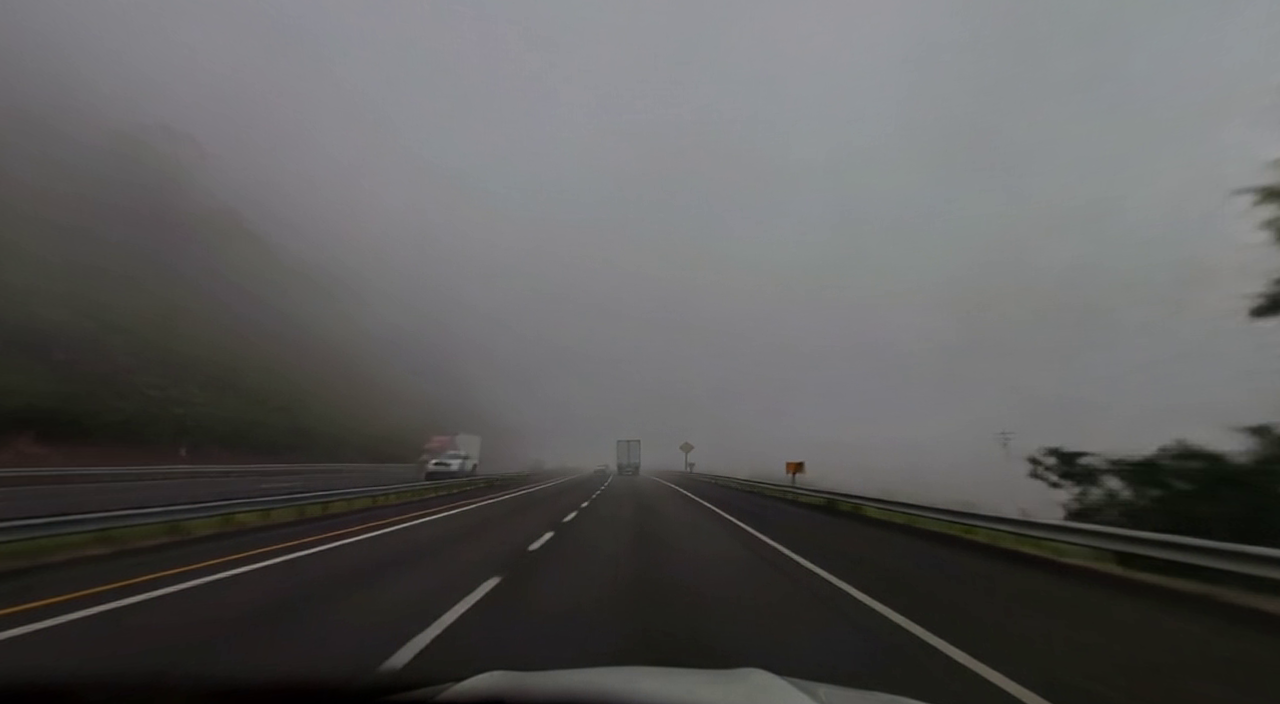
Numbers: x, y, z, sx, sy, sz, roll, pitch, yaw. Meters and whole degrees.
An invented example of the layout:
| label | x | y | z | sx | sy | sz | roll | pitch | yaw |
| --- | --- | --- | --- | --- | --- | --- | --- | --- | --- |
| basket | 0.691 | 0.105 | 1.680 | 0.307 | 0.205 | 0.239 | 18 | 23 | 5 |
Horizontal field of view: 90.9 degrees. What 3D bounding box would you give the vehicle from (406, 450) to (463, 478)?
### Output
| label | x | y | z | sx | sy | sz | roll | pitch | yaw |
| --- | --- | --- | --- | --- | --- | --- | --- | --- | --- |
| vehicle | -12.831 | 7.047 | 39.570 | 2.138 | 1.620 | 4.328 | 1 | -10 | -1 |
